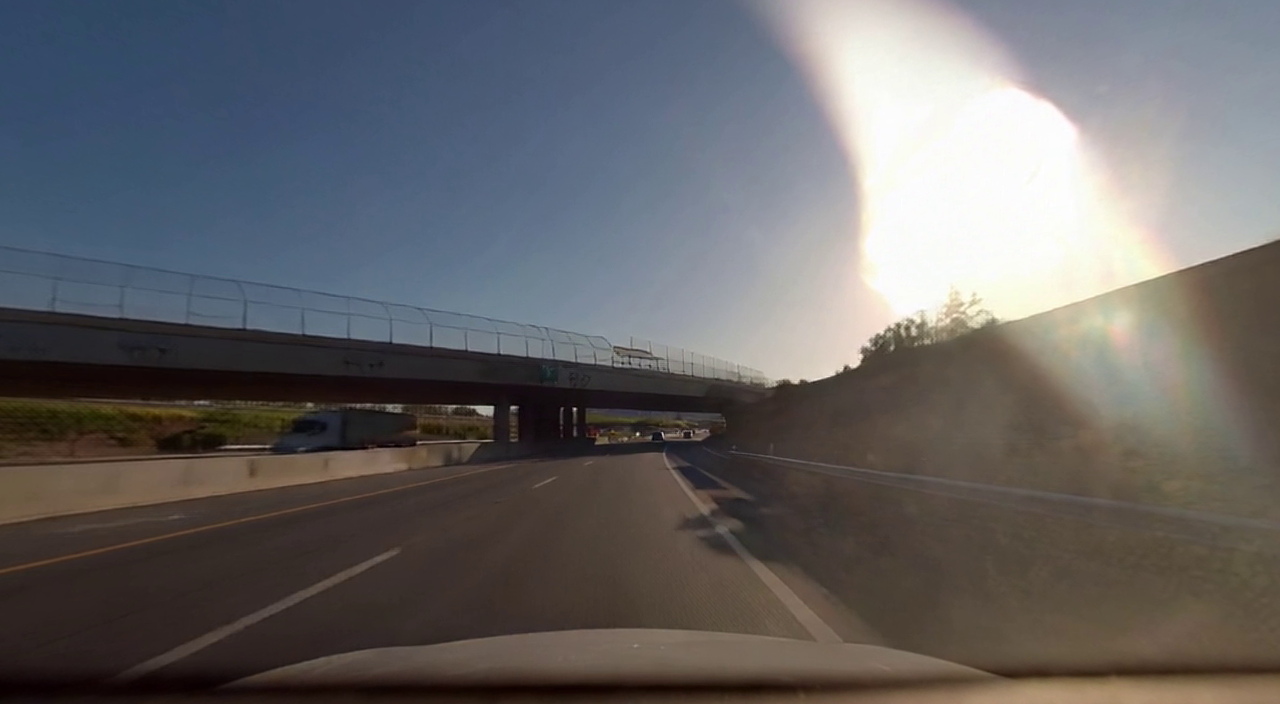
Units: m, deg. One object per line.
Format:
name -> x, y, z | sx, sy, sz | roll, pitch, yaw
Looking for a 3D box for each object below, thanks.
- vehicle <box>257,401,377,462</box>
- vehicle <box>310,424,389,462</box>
vehicle -> -23.667, 6.019, 47.056 | 2.998, 4.042, 10.325 | -1, -8, 3
vehicle -> -19.543, 6.181, 42.738 | 2.346, 2.389, 5.841 | 0, -8, 2
